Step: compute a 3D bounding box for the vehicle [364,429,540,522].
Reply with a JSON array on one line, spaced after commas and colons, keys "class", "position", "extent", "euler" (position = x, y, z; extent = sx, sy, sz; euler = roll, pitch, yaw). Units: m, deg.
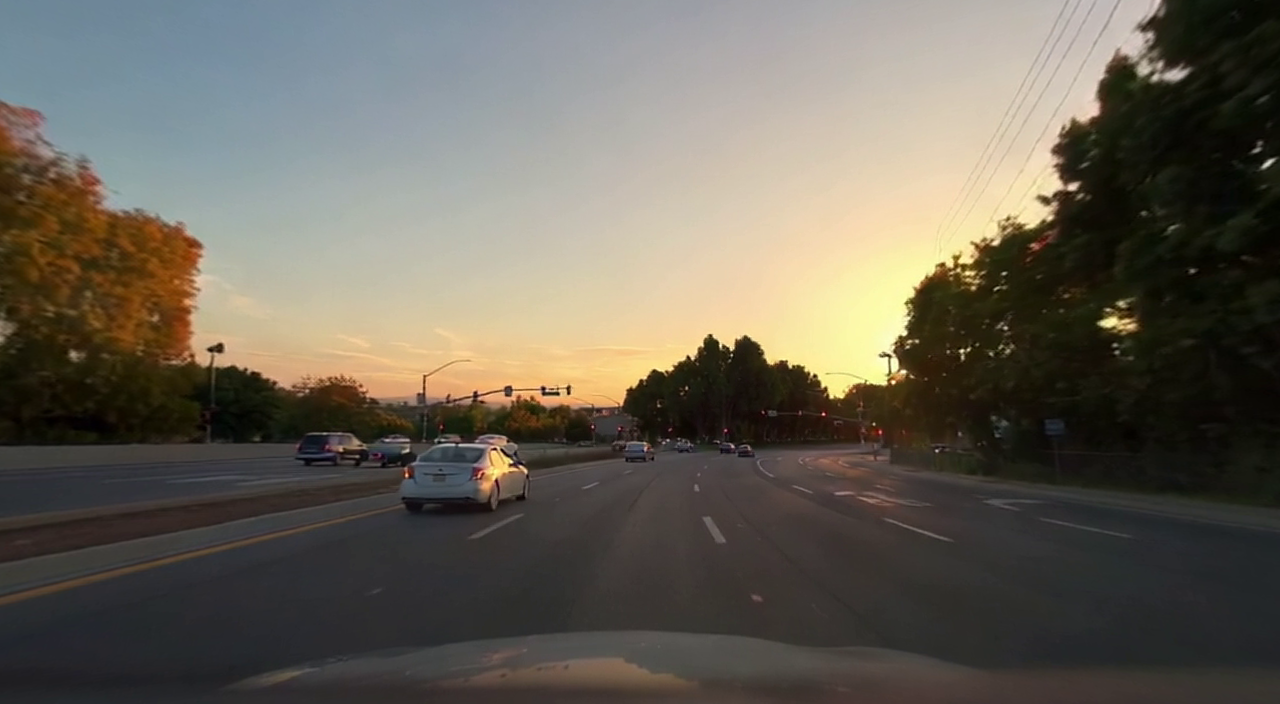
[{"class": "vehicle", "position": [-3.358, 2.303, 12.272], "extent": [1.934, 1.463, 4.220], "euler": [-1, -9, 3]}]

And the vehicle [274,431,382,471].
[{"class": "vehicle", "position": [-12.555, 4.020, 25.791], "extent": [1.984, 1.488, 4.258], "euler": [-1, -9, 5]}]
